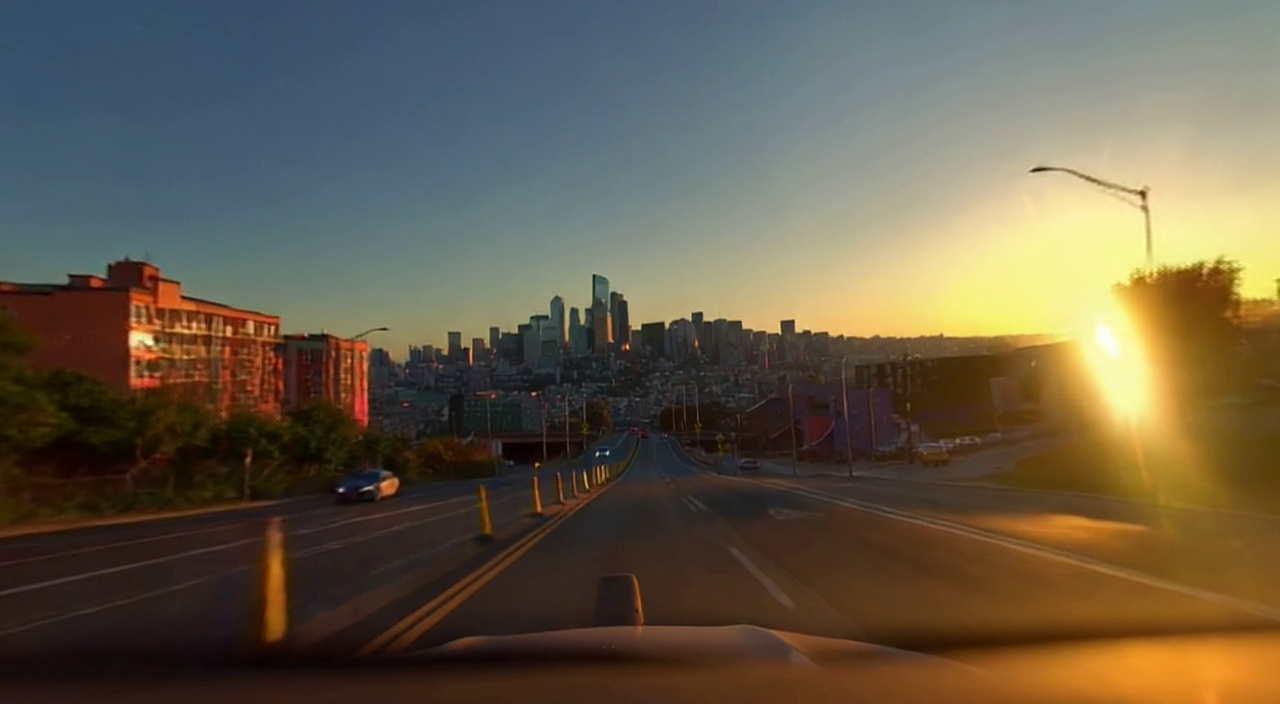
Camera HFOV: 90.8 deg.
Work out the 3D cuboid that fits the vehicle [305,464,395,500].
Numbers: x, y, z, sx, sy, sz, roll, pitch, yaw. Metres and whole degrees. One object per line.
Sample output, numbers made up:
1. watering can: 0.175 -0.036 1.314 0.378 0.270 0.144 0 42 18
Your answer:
1. vehicle: -13.063 5.876 28.808 1.989 1.461 4.426 0 -10 0
